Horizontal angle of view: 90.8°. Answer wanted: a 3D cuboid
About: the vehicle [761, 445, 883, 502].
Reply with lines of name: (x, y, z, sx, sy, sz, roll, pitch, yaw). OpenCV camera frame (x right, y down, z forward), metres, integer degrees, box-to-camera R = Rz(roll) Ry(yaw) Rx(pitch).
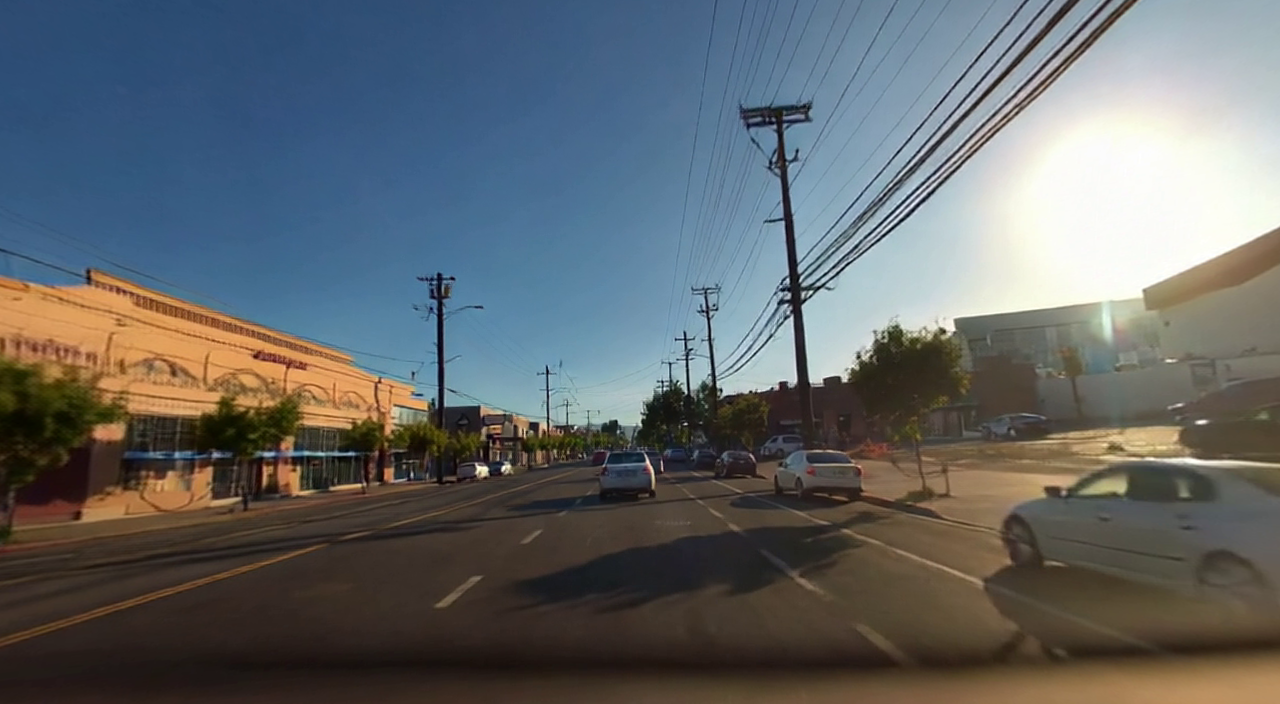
vehicle: (5.228, 3.533, 18.951, 2.108, 1.471, 4.948, 0, -8, -1)

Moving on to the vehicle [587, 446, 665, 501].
vehicle: (-0.370, 3.637, 19.350, 2.116, 1.479, 3.980, 0, -8, 0)

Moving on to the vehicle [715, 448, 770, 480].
vehicle: (5.156, 5.697, 32.449, 1.987, 1.459, 4.677, 0, -8, -1)

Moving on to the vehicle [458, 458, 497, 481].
vehicle: (-11.728, 8.477, 45.859, 1.828, 1.457, 4.371, 0, -8, -1)

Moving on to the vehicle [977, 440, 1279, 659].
vehicle: (5.018, 1.480, 5.432, 1.761, 1.413, 4.272, 0, -8, -2)
